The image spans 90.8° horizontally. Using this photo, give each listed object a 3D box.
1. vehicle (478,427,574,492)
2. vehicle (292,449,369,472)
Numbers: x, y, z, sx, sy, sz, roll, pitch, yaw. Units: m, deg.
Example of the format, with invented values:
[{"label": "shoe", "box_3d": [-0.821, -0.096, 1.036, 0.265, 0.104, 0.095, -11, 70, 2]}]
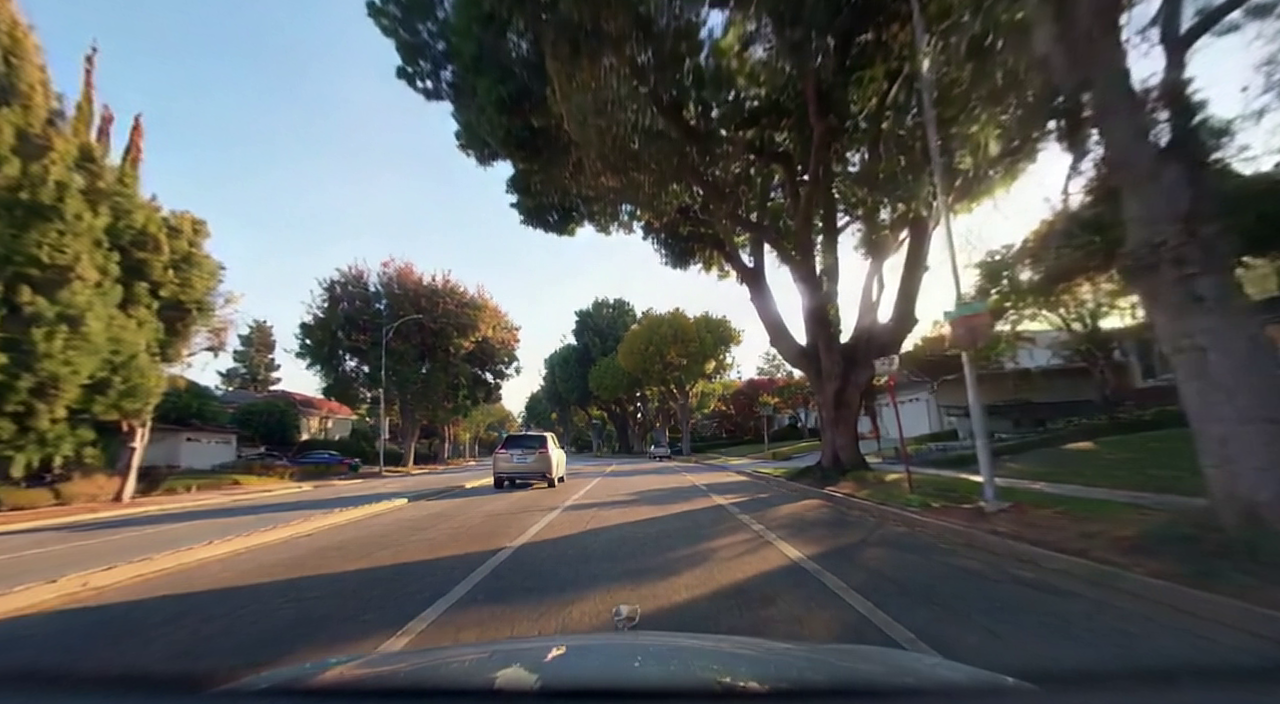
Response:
[{"label": "vehicle", "box_3d": [-3.407, 3.293, 19.839, 2.175, 1.772, 4.442, -1, -8, 0]}, {"label": "vehicle", "box_3d": [-22.033, 7.722, 45.040, 4.525, 1.455, 1.821, 0, -8, -4]}]
